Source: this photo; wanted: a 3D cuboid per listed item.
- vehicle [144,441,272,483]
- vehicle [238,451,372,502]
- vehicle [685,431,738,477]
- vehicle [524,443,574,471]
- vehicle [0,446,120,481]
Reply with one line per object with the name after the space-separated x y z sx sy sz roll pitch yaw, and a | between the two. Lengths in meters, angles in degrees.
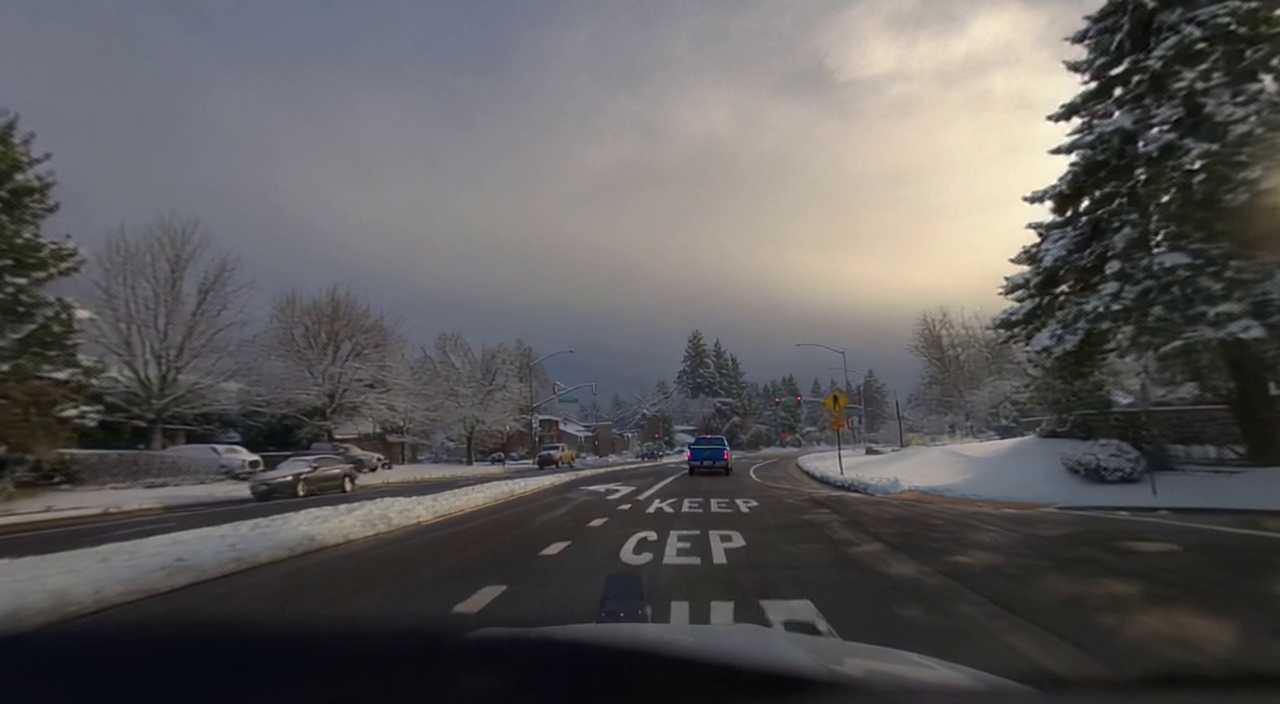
-18.897 4.810 27.751 4.168 1.735 1.925 0 -9 2 | vehicle
-11.720 4.364 22.534 1.873 1.508 4.483 -2 -8 8 | vehicle
3.401 4.719 29.347 2.153 1.942 4.767 -1 -9 10 | vehicle
-6.792 7.908 47.781 2.053 1.822 4.852 -3 -8 14 | vehicle
-25.331 4.759 27.200 4.268 1.409 1.897 0 -9 3 | vehicle
